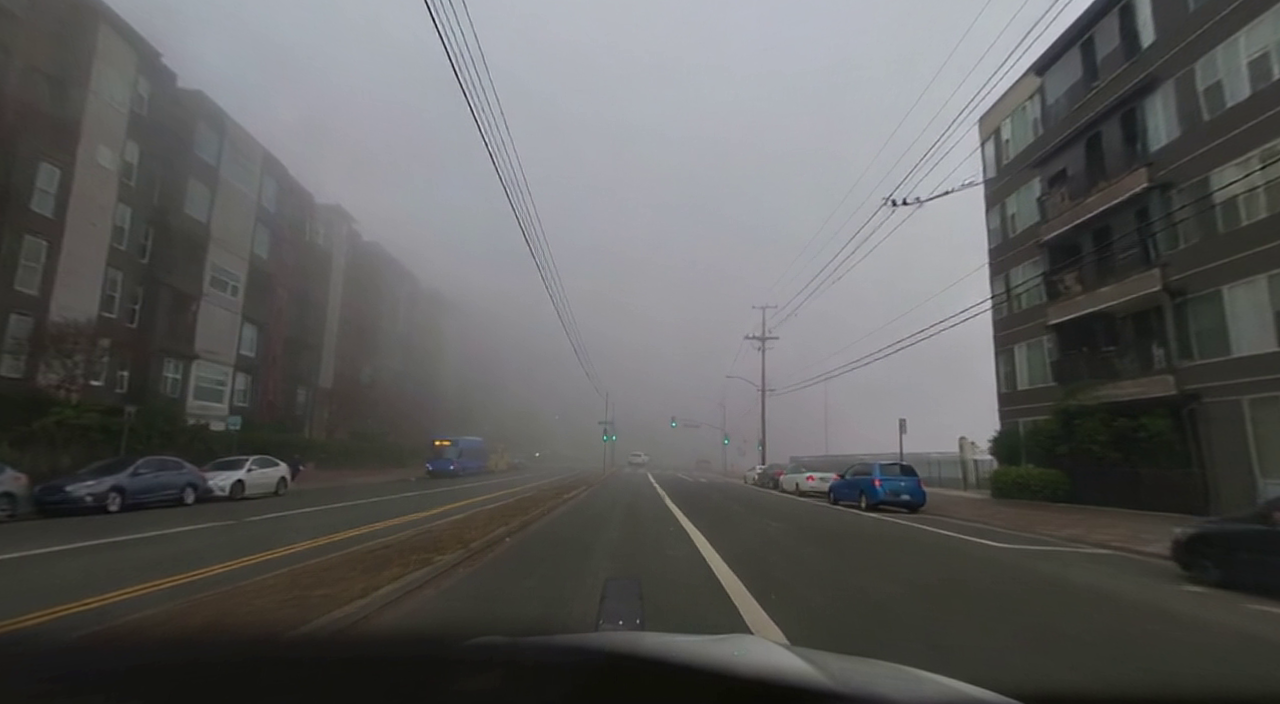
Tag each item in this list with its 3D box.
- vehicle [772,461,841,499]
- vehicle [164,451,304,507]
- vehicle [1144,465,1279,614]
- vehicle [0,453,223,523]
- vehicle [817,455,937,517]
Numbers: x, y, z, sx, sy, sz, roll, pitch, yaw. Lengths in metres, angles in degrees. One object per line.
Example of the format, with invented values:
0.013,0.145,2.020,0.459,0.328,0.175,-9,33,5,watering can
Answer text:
7.655,5.912,29.558,1.997,1.517,4.755,0,-9,0,vehicle
-14.641,4.564,23.221,2.107,1.771,4.871,0,-9,-4,vehicle
7.689,1.900,6.018,1.941,1.496,4.656,0,-9,0,vehicle
-14.603,3.716,17.900,2.124,1.626,4.908,0,-9,1,vehicle
7.633,4.333,20.972,2.143,1.731,4.781,0,-9,0,vehicle
